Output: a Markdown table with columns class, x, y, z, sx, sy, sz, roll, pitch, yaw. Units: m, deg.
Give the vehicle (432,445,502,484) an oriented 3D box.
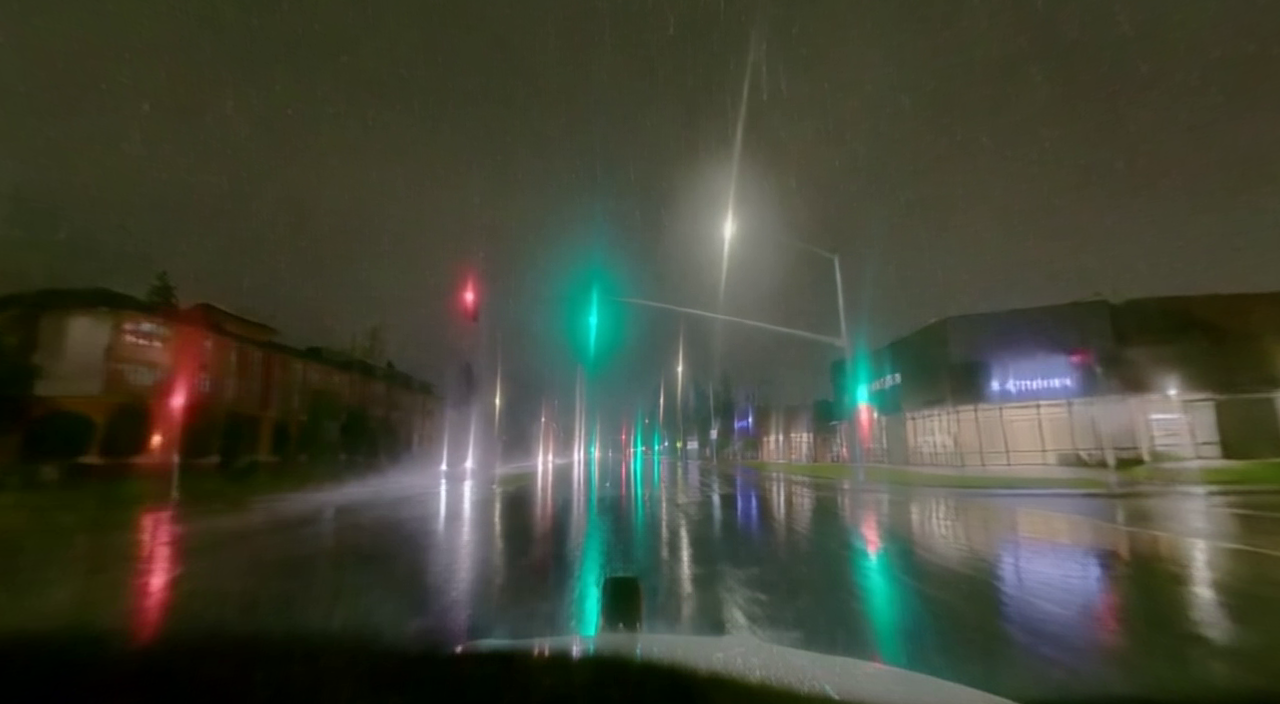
| class | x | y | z | sx | sy | sz | roll | pitch | yaw |
| --- | --- | --- | --- | --- | --- | --- | --- | --- | --- |
| vehicle | -7.754 | 5.126 | 28.708 | 2.011 | 1.490 | 4.472 | -3 | -10 | -1 |
